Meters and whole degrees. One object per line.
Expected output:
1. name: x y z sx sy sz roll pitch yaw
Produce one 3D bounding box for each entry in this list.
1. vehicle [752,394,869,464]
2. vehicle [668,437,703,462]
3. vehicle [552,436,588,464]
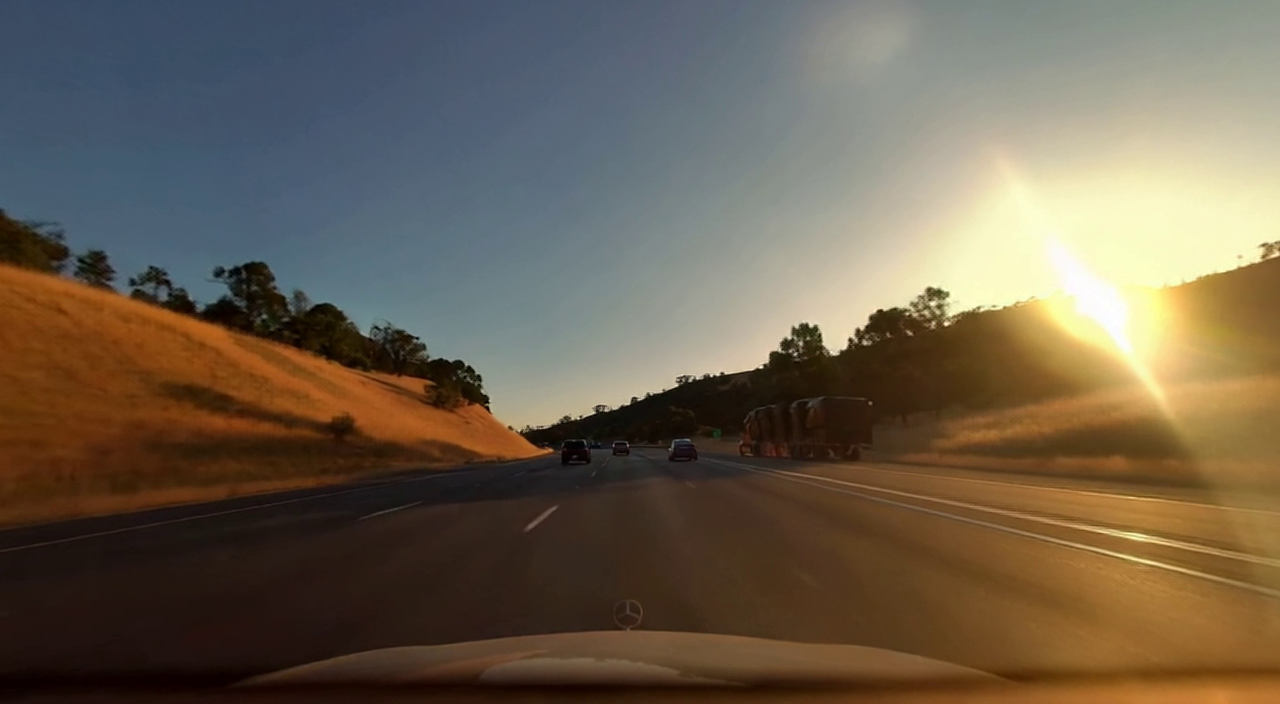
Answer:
1. vehicle: 11.554 5.721 45.604 2.953 4.129 16.568 0 -8 -3
2. vehicle: 3.182 6.923 44.862 1.995 1.712 4.206 0 -8 -3
3. vehicle: -4.945 6.988 45.252 2.120 1.855 4.619 0 -8 -1
